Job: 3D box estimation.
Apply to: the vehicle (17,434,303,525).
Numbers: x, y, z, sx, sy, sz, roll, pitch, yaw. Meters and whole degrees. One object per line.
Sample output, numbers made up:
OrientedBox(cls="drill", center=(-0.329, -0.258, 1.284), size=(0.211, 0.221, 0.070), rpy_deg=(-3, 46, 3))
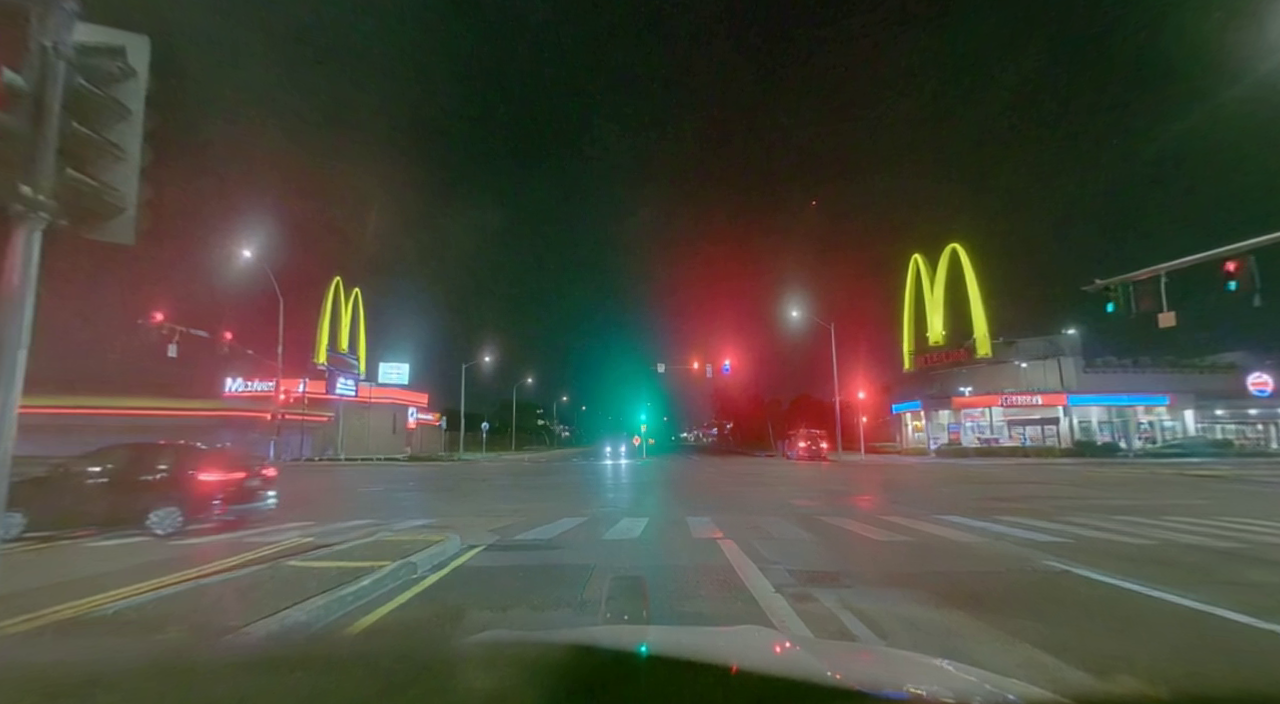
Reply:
OrientedBox(cls="vehicle", center=(-8.940, 2.384, 12.424), size=(2.086, 1.447, 4.493), rpy_deg=(0, -8, 0))
